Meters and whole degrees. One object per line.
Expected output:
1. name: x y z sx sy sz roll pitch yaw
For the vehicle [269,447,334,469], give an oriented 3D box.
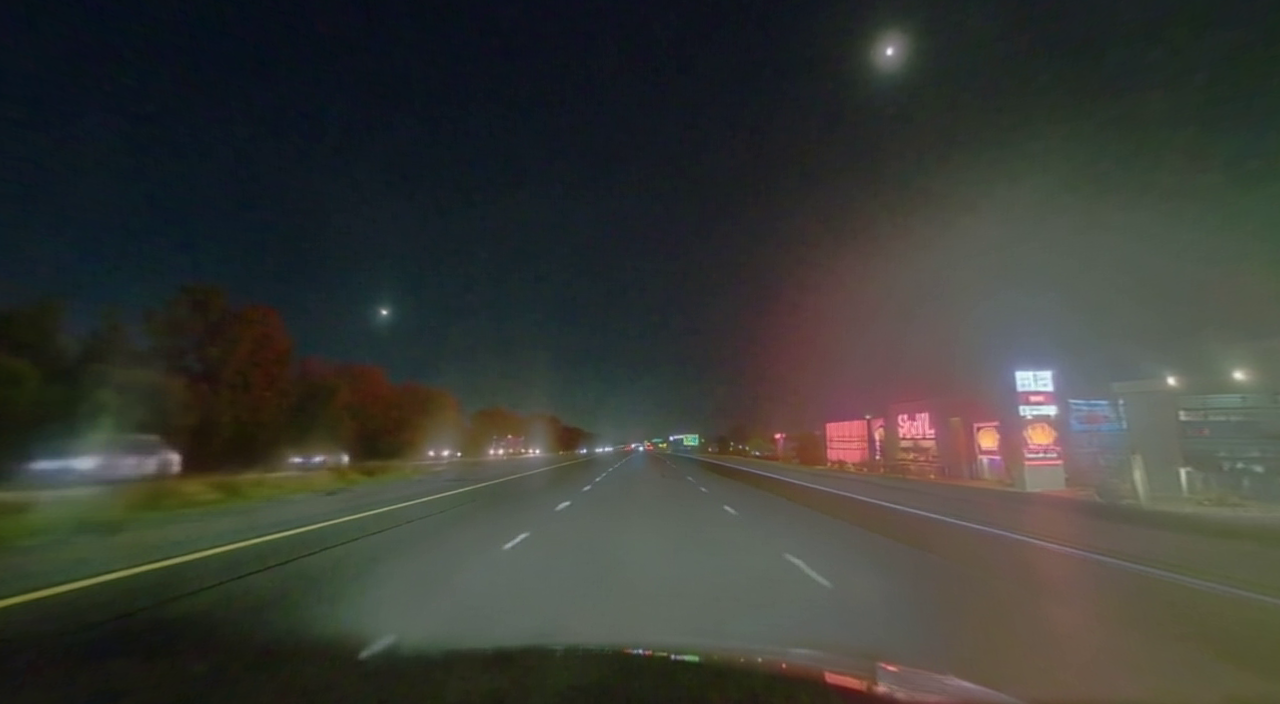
1. vehicle: -23.264 7.272 43.569 1.883 1.444 4.561 0 -8 1
